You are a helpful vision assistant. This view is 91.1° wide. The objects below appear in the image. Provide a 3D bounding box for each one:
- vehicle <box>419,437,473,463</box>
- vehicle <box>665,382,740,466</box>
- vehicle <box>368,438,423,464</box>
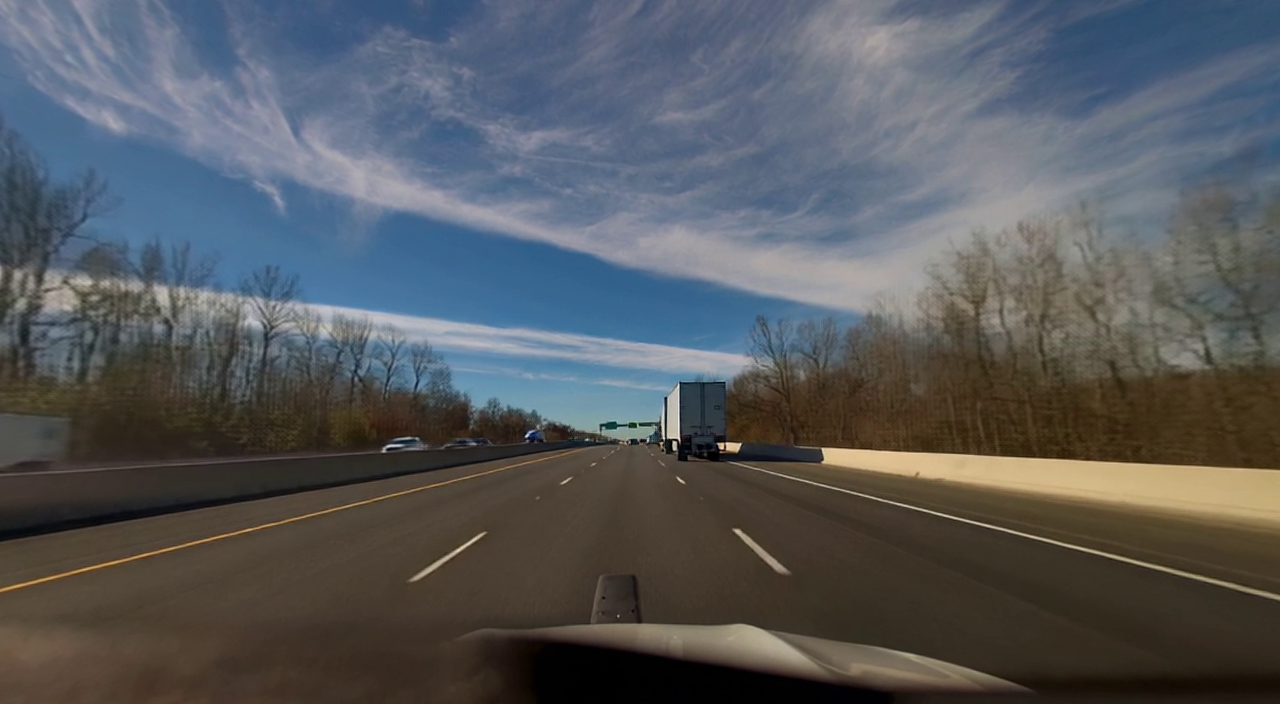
[{"bbox_3d":[-12.291,6.207,40.171,1.993,1.570,4.855,0,-8,-1],"label":"vehicle"},{"bbox_3d":[3.424,4.615,39.380,2.979,4.161,15.508,0,-7,-1],"label":"vehicle"},{"bbox_3d":[-15.992,6.453,41.290,1.905,1.641,4.417,0,-8,-1],"label":"vehicle"}]
